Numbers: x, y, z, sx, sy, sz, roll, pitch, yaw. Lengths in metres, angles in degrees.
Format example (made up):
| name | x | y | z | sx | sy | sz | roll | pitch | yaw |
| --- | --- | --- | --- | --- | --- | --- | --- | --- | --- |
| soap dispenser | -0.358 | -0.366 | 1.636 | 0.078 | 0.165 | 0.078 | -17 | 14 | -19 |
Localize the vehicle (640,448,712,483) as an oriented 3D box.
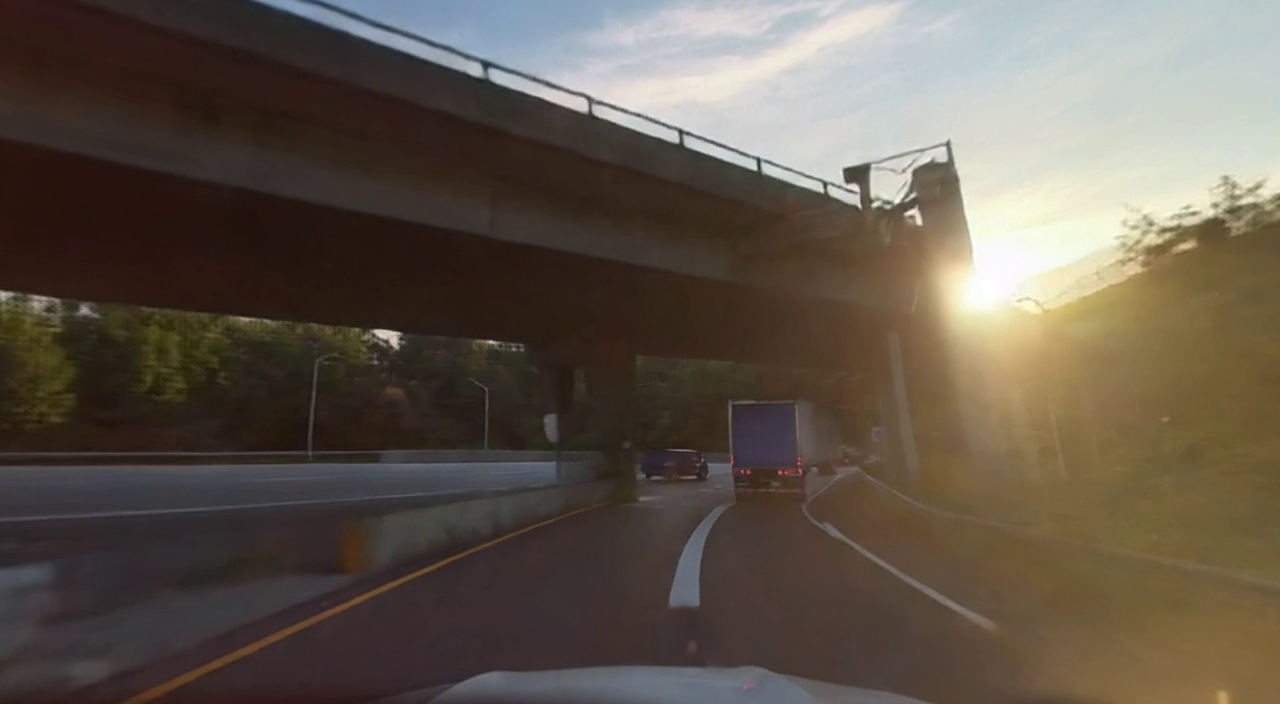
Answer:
| name | x | y | z | sx | sy | sz | roll | pitch | yaw |
| --- | --- | --- | --- | --- | --- | --- | --- | --- | --- |
| vehicle | 1.705 | 5.127 | 28.673 | 1.940 | 1.444 | 4.024 | -4 | -10 | 24 |
